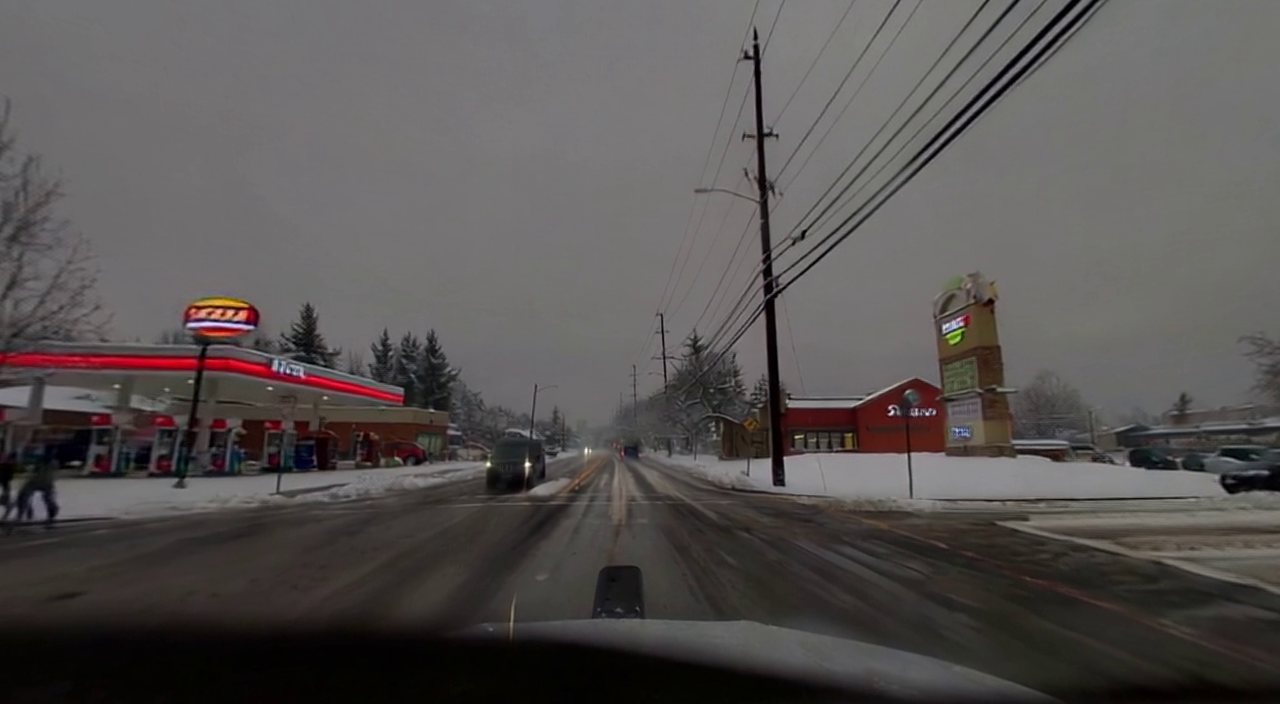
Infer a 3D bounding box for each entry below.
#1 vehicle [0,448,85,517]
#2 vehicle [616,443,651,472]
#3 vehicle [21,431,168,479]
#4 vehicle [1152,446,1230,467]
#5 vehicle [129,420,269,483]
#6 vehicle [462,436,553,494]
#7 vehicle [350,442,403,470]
[{"bbox_3d":[-15.636,3.189,15.984,1.928,1.487,5.116,6,-11,-37],"label":"vehicle"},{"bbox_3d":[-0.470,6.504,39.186,2.000,1.663,4.271,0,-9,-3],"label":"vehicle"},{"bbox_3d":[-20.269,3.911,23.782,1.913,1.591,4.374,2,-10,-7],"label":"vehicle"},{"bbox_3d":[43.112,8.176,49.550,1.826,1.508,4.639,0,-9,-1],"label":"vehicle"},{"bbox_3d":[-17.920,4.074,26.049,2.499,2.309,4.613,0,-9,-3],"label":"vehicle"},{"bbox_3d":[-4.663,4.057,23.107,2.274,1.844,4.843,0,-9,0],"label":"vehicle"},{"bbox_3d":[-17.923,7.082,43.210,1.890,1.761,4.578,0,-9,-4],"label":"vehicle"}]
